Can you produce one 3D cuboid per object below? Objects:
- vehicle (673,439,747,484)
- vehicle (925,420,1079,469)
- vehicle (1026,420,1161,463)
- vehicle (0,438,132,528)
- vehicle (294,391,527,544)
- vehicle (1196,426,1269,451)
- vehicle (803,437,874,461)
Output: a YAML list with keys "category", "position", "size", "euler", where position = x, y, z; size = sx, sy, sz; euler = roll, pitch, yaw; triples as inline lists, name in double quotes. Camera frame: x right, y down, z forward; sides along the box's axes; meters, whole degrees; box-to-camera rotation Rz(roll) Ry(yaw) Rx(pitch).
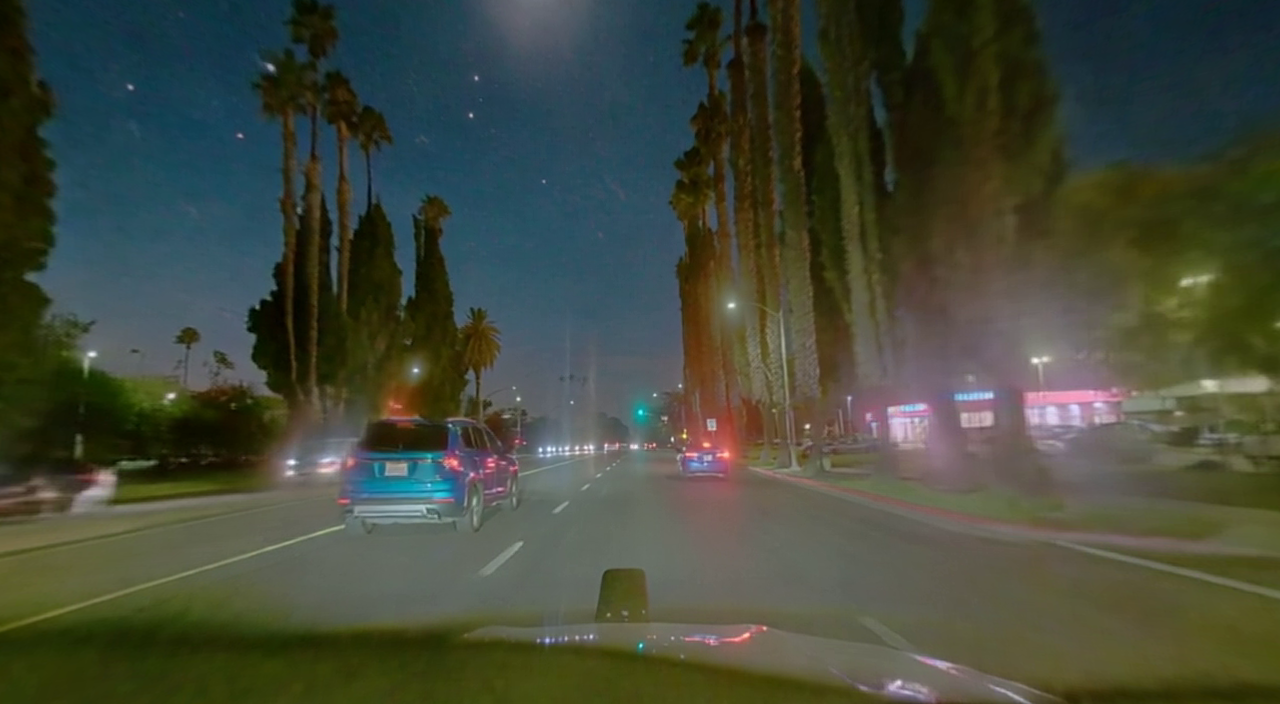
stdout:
- category: "vehicle"
  position: [2.462, 4.006, 23.334]
  size: [1.919, 1.472, 4.470]
  euler: [0, -9, -4]
- category: "vehicle"
  position: [13.588, 3.531, 24.011]
  size: [1.887, 1.630, 4.705]
  euler: [4, -10, -26]
- category: "vehicle"
  position: [18.769, 3.707, 26.124]
  size: [4.591, 1.666, 1.901]
  euler: [2, -9, -15]
- category: "vehicle"
  position: [-14.181, 2.801, 13.761]
  size: [2.483, 1.806, 4.369]
  euler: [0, -9, 0]
- category: "vehicle"
  position: [-3.412, 1.850, 10.565]
  size: [2.152, 1.987, 4.527]
  euler: [0, -9, 0]
- category: "vehicle"
  position: [37.870, 5.583, 40.420]
  size: [1.950, 1.509, 3.986]
  euler: [-4, -9, 21]
- category: "vehicle"
  position: [12.188, 5.977, 38.898]
  size: [1.874, 1.386, 3.745]
  euler: [6, -11, -36]
